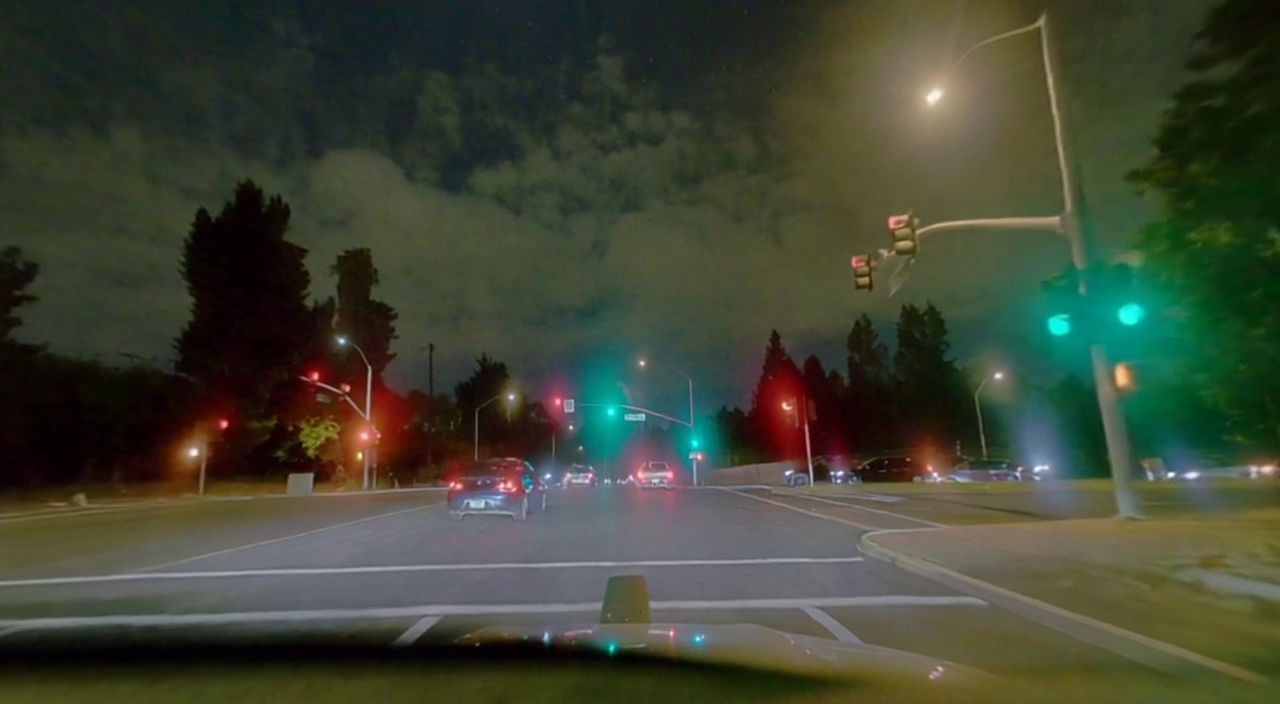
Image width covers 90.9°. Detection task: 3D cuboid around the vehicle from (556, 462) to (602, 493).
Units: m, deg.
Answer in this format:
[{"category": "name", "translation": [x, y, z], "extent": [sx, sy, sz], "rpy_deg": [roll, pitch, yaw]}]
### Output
[{"category": "vehicle", "translation": [-3.329, 6.960, 35.178], "extent": [2.013, 1.474, 4.393], "rpy_deg": [-1, -8, 1]}]

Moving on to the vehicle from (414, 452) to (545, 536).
[{"category": "vehicle", "translation": [-3.335, 3.008, 13.850], "extent": [1.960, 1.528, 3.490], "rpy_deg": [0, -8, 0]}]

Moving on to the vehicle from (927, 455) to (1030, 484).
[{"category": "vehicle", "translation": [18.561, 6.446, 34.741], "extent": [4.478, 1.495, 2.063], "rpy_deg": [0, -8, 0]}]

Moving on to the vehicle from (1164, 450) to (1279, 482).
[{"category": "vehicle", "translation": [28.997, 5.607, 31.156], "extent": [4.365, 1.448, 1.928], "rpy_deg": [0, -8, 1]}]

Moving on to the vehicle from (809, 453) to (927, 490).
[{"category": "vehicle", "translation": [11.035, 5.866, 30.791], "extent": [4.875, 1.473, 2.077], "rpy_deg": [-3, -12, -1]}]

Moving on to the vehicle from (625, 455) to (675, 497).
[{"category": "vehicle", "translation": [0.433, 5.636, 28.893], "extent": [2.163, 1.678, 3.846], "rpy_deg": [0, -8, 0]}]

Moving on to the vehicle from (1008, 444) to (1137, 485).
[{"category": "vehicle", "translation": [21.089, 5.501, 30.901], "extent": [4.585, 1.681, 2.140], "rpy_deg": [-3, -10, 0]}]
